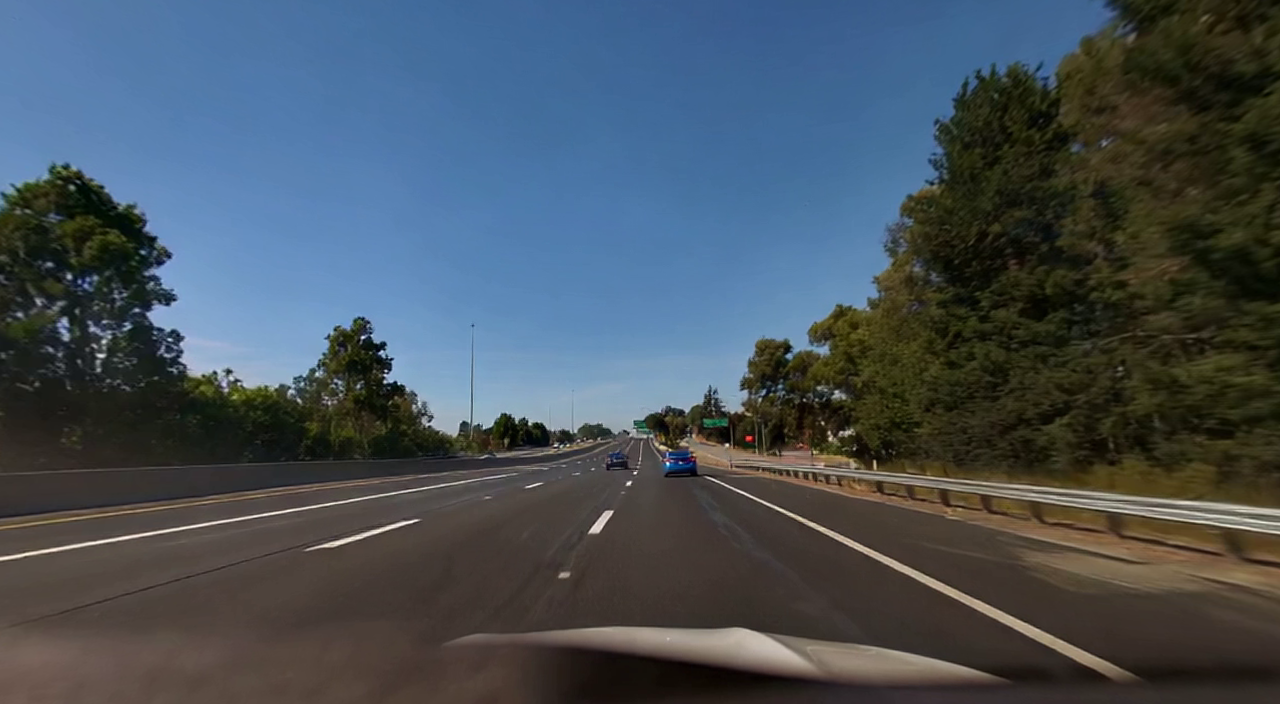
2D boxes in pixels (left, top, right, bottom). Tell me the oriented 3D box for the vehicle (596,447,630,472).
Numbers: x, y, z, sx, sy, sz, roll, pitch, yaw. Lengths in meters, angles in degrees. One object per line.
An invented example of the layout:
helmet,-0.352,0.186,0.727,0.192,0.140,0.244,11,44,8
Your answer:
vehicle,-1.881,7.636,45.247,2.127,1.692,4.382,0,-9,2

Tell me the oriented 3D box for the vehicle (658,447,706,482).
vehicle,1.931,5.333,30.317,2.029,1.528,4.644,0,-8,0
